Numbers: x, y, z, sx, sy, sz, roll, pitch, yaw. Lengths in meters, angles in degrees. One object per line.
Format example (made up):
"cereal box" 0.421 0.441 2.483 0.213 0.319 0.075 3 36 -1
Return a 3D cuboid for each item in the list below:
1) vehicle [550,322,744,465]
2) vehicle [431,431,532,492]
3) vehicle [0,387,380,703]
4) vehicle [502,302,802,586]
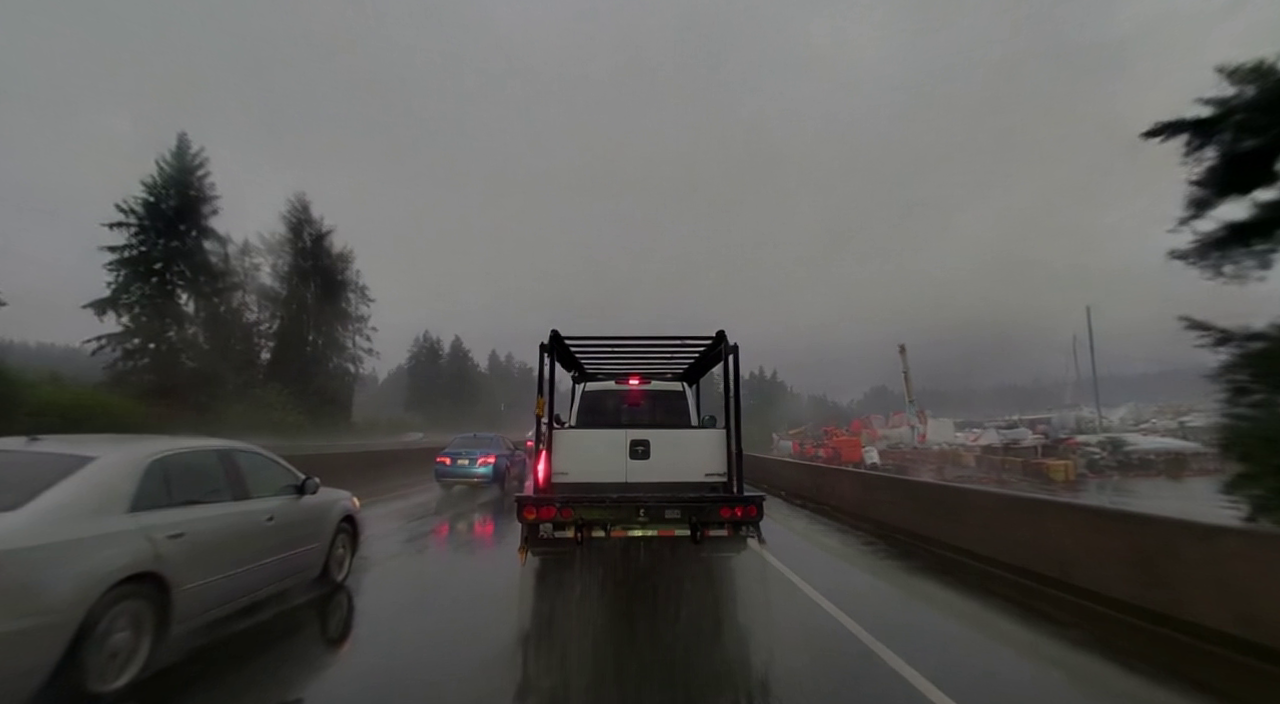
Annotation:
"vehicle" -0.020 0.806 9.442 2.156 1.604 4.680 0 -9 -3
"vehicle" -4.776 3.359 19.773 2.057 1.665 4.572 0 -9 -1
"vehicle" -3.874 1.144 4.253 2.155 1.513 4.964 0 -9 0
"vehicle" -0.163 1.594 11.076 2.735 2.597 10.435 1 -8 -3
